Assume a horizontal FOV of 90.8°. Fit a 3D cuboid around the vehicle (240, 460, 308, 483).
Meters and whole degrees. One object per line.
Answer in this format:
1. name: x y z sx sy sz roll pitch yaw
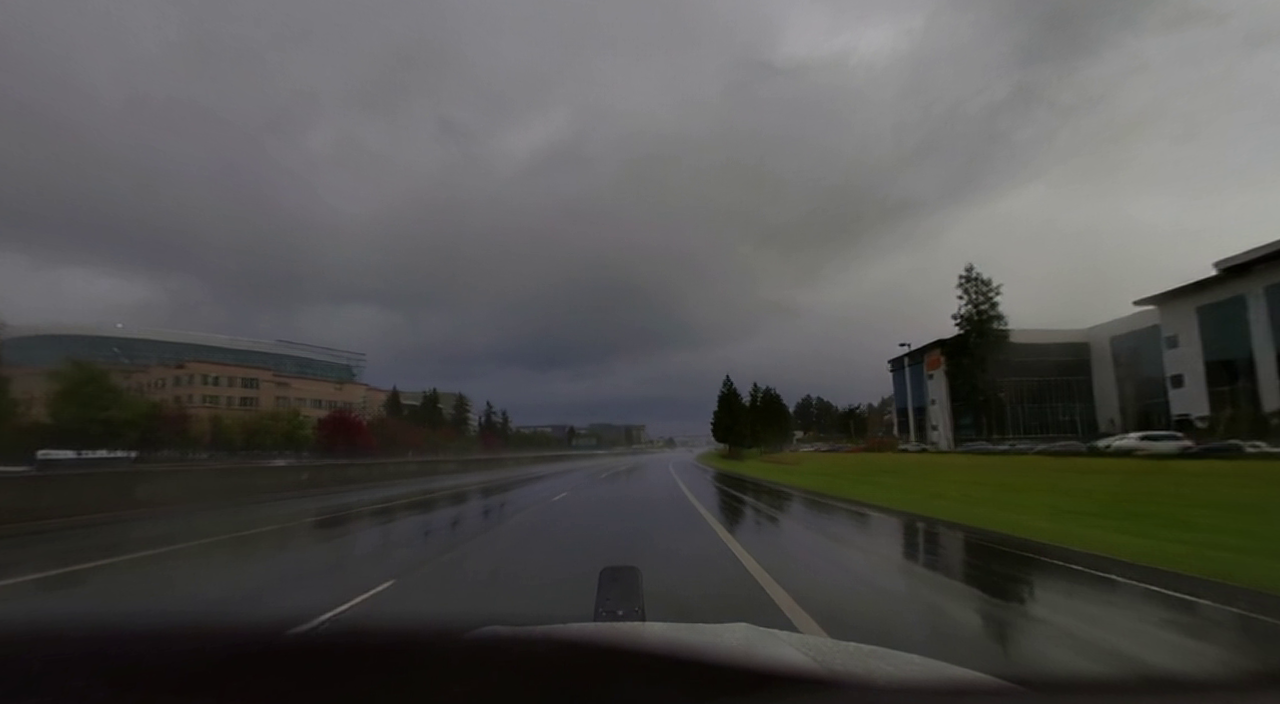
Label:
1. vehicle: -28.892 9.423 49.920 1.855 1.606 4.190 -5 -10 28
